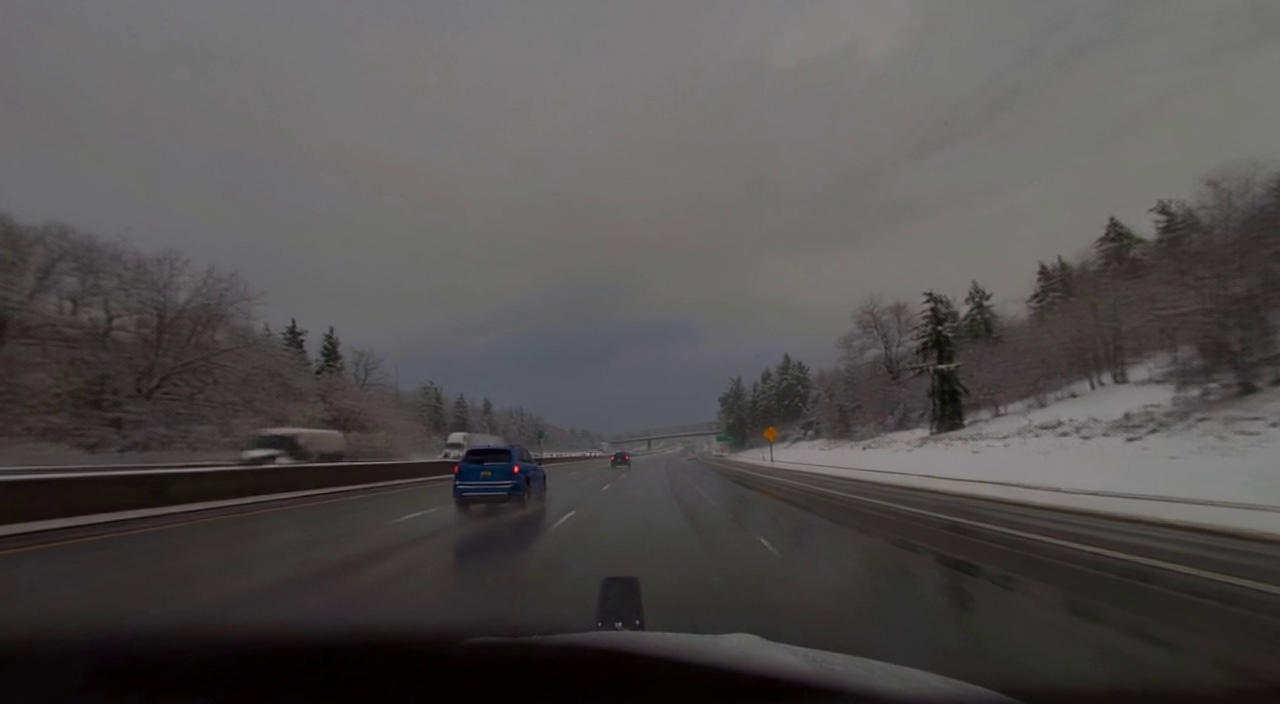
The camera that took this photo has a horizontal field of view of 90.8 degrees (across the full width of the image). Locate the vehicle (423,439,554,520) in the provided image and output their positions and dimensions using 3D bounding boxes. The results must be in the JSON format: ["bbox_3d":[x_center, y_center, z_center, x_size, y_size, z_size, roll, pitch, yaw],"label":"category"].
[{"bbox_3d":[-3.395,2.930,15.057,2.016,1.623,4.126,0,-9,1],"label":"vehicle"}]

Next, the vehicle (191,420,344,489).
[{"bbox_3d":[-17.949,5.025,31.141,2.612,2.928,7.459,-1,-9,3],"label":"vehicle"}]
